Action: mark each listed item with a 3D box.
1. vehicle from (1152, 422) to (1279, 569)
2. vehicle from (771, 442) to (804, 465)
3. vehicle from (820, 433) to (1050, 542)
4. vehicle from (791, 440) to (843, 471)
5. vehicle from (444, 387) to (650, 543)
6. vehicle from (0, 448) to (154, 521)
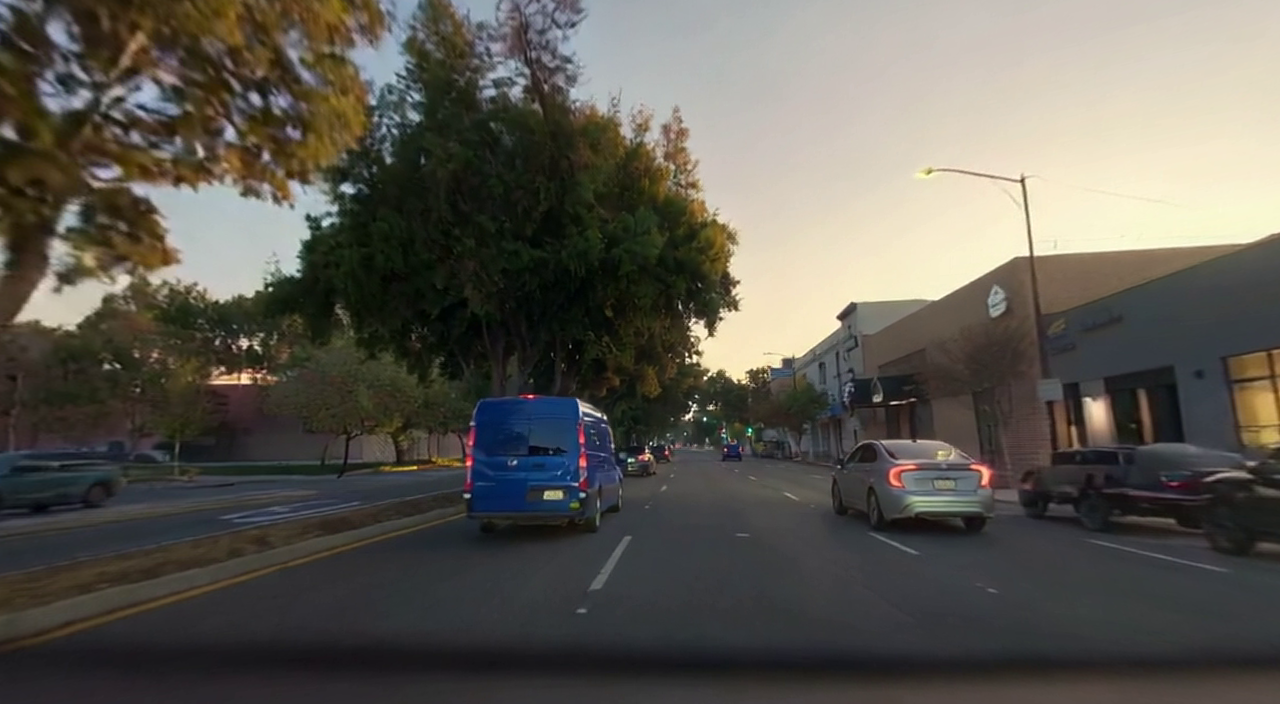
[{"bbox_3d":[8.119,1.538,6.663,1.983,1.618,4.108,0,-9,1],"label":"vehicle"},{"bbox_3d":[11.474,7.910,49.386,1.962,1.741,4.289,-1,-9,5],"label":"vehicle"},{"bbox_3d":[4.729,2.220,11.076,2.021,1.491,4.563,-1,-9,3],"label":"vehicle"},{"bbox_3d":[10.690,6.284,38.460,2.017,1.745,4.670,0,-9,3],"label":"vehicle"},{"bbox_3d":[-1.272,1.992,11.711,2.490,2.153,5.594,-1,-9,5],"label":"vehicle"},{"bbox_3d":[-14.256,3.025,14.846,1.889,1.525,4.351,-1,-9,6],"label":"vehicle"}]
